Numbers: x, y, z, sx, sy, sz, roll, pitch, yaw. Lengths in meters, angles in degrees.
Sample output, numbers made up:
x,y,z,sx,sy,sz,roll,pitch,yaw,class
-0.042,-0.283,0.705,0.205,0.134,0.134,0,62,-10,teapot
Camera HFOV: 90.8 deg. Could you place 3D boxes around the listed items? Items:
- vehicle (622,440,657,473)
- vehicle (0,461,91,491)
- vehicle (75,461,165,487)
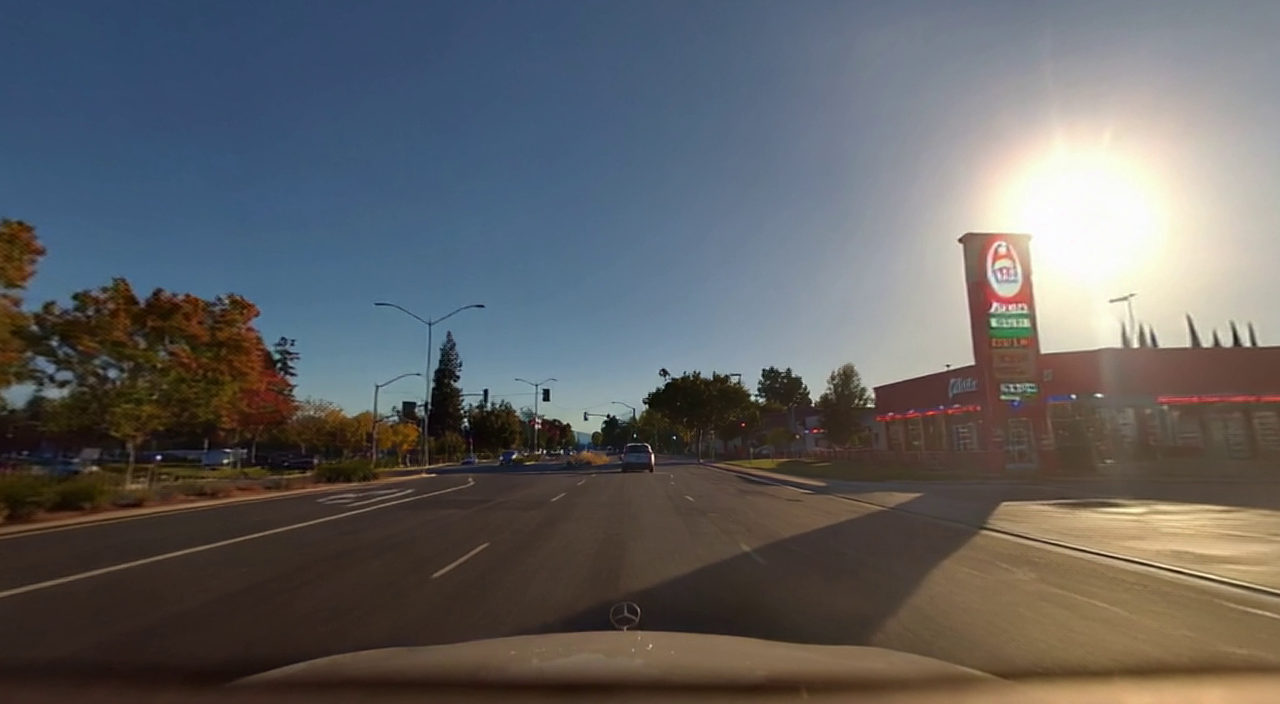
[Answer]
x,y,z,sx,sy,sz,roll,pitch,yaw,class
0.001,6.534,39.689,2.096,1.961,4.259,0,-9,1,vehicle
-32.170,6.560,33.587,4.063,1.479,1.939,0,-9,-2,vehicle
-32.159,7.528,39.131,3.791,1.473,1.942,0,-9,-2,vehicle
